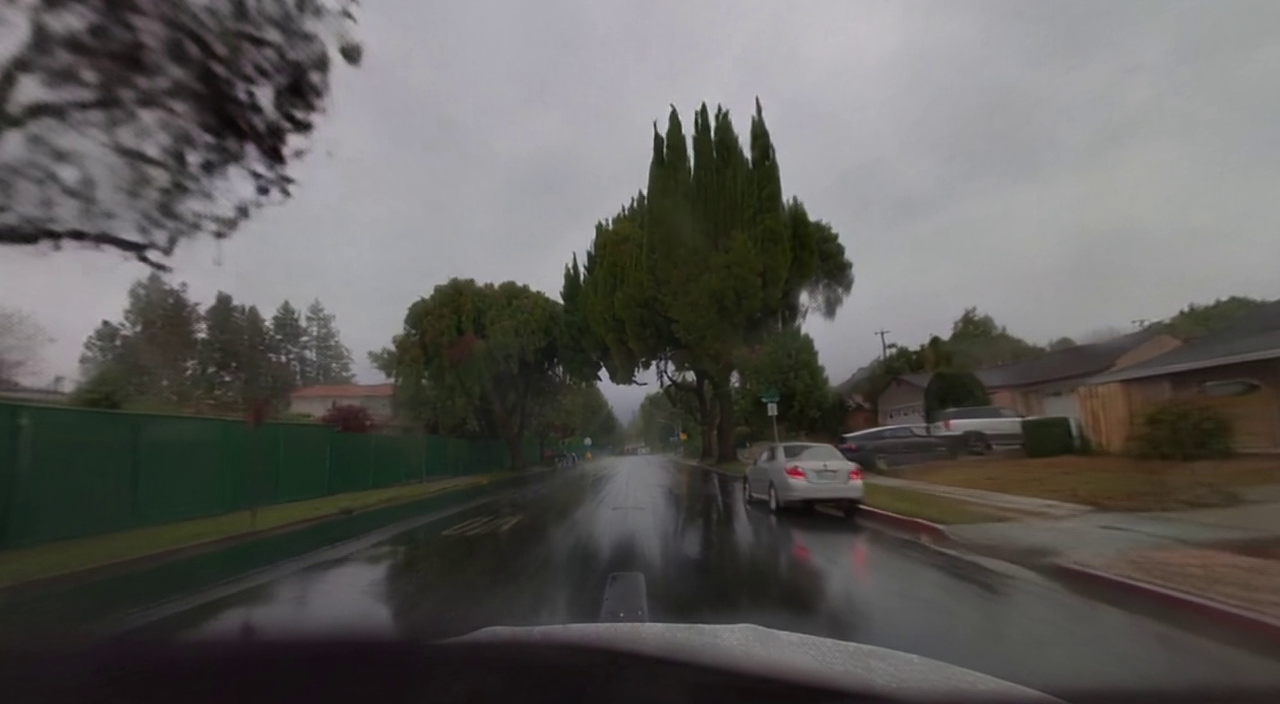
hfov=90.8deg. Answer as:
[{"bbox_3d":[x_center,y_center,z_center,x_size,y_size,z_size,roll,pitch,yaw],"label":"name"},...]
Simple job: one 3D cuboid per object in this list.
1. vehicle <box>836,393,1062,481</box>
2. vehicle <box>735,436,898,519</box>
[{"bbox_3d":[9.749,2.761,20.367,5.935,1.911,2.236,-7,-10,-1],"label":"vehicle"},{"bbox_3d":[3.674,2.712,14.324,2.051,1.524,5.047,0,-8,-2],"label":"vehicle"}]
